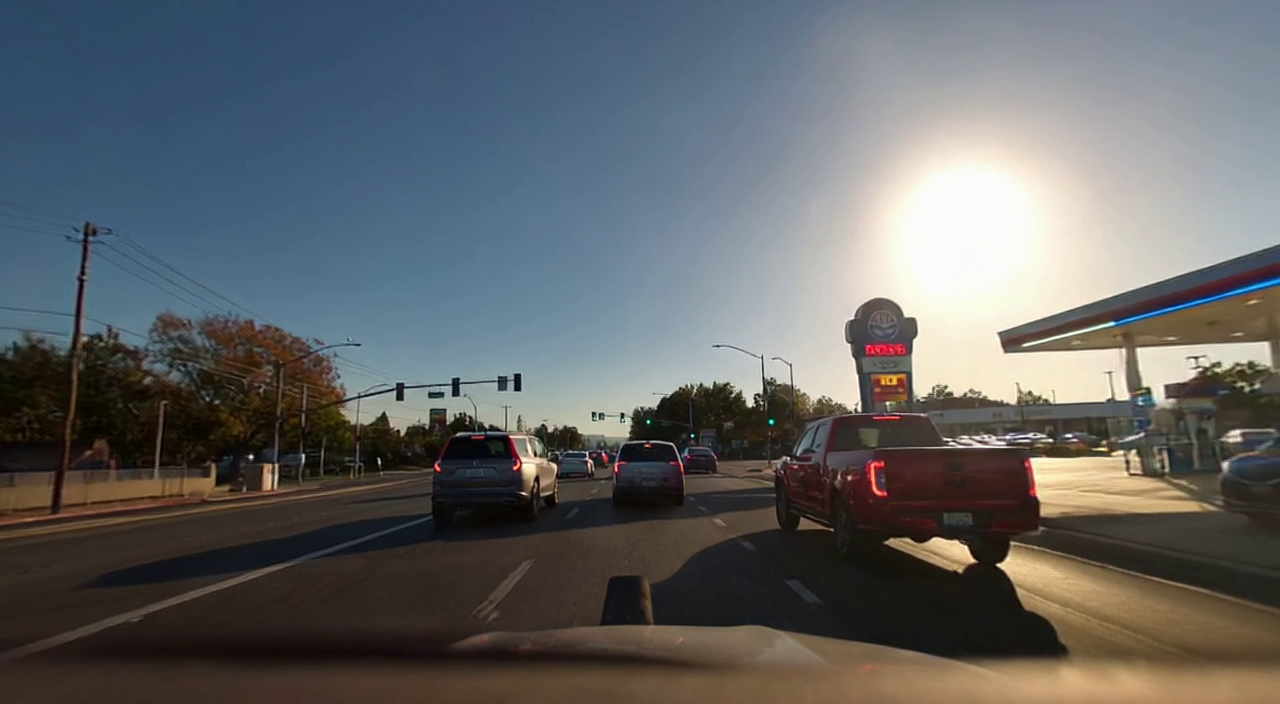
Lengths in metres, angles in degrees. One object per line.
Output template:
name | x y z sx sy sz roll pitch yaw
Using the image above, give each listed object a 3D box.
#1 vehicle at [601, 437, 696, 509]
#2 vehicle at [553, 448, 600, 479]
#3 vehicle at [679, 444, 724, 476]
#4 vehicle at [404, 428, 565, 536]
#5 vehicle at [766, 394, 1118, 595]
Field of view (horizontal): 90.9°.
vehicle | 0.164 3.110 16.678 2.181 1.650 4.083 0 -8 -1
vehicle | -3.267 5.812 33.146 1.954 1.497 4.078 0 -8 1
vehicle | 3.466 6.178 36.386 2.122 1.745 4.337 0 -8 0
vehicle | -2.788 2.437 12.444 2.019 1.731 4.299 0 -8 1
vehicle | 3.362 1.725 8.629 2.161 1.868 5.321 0 -8 0
